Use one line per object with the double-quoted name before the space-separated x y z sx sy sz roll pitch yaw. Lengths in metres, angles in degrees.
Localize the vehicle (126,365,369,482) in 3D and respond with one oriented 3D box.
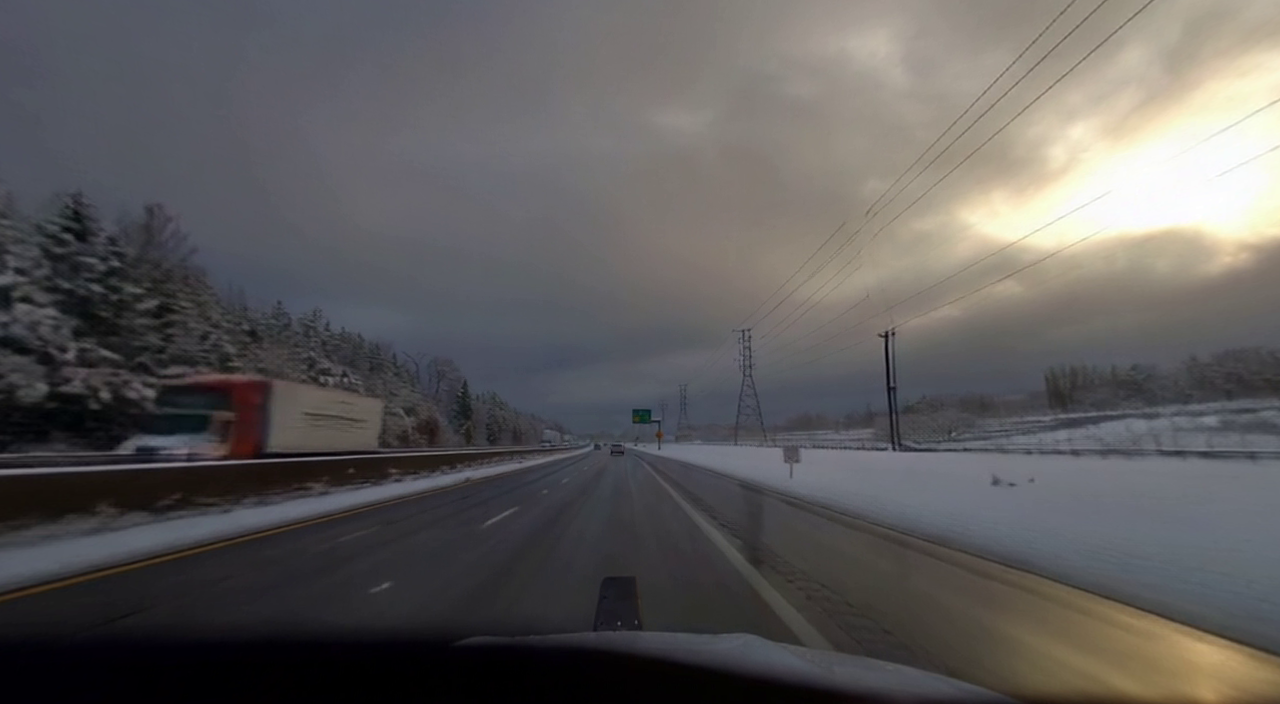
"vehicle" -15.866 3.314 27.241 3.006 3.924 11.966 0 -9 -1
